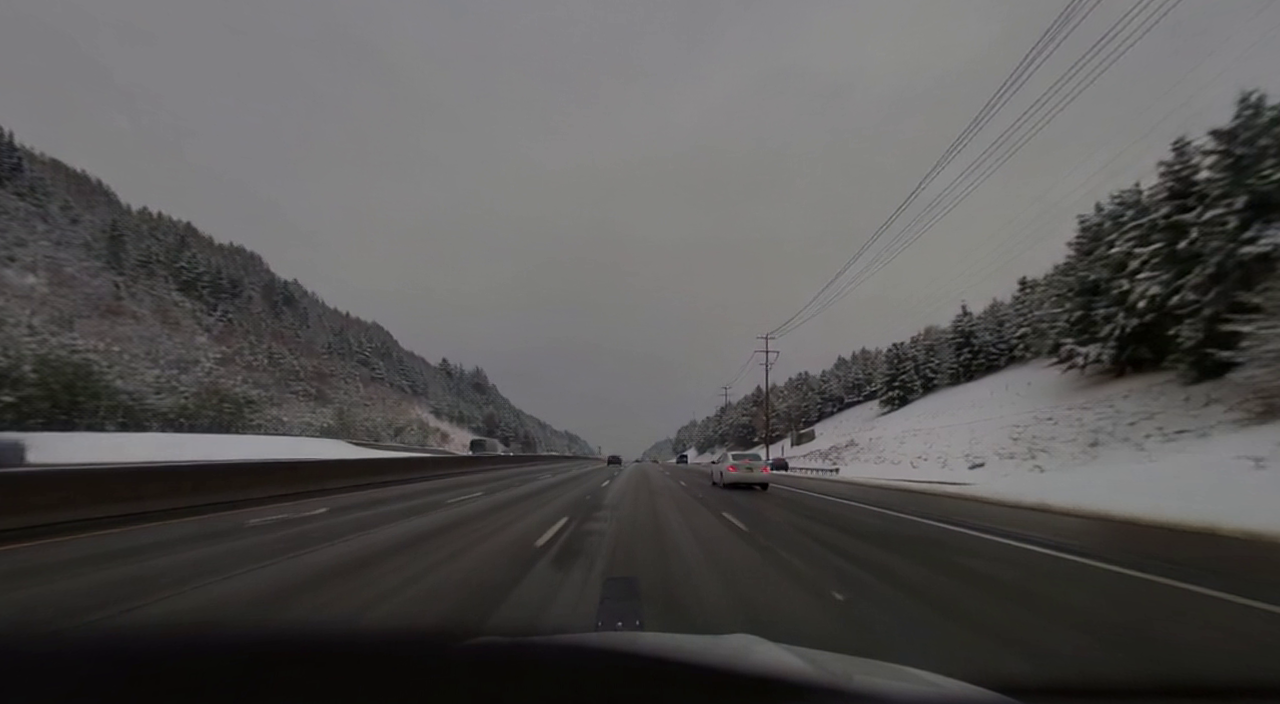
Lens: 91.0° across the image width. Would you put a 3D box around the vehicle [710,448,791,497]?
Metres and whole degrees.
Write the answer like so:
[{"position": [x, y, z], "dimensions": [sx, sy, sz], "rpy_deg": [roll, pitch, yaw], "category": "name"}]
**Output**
[{"position": [3.833, 4.250, 22.596], "dimensions": [2.086, 1.542, 4.355], "rpy_deg": [0, -9, 0], "category": "vehicle"}]
